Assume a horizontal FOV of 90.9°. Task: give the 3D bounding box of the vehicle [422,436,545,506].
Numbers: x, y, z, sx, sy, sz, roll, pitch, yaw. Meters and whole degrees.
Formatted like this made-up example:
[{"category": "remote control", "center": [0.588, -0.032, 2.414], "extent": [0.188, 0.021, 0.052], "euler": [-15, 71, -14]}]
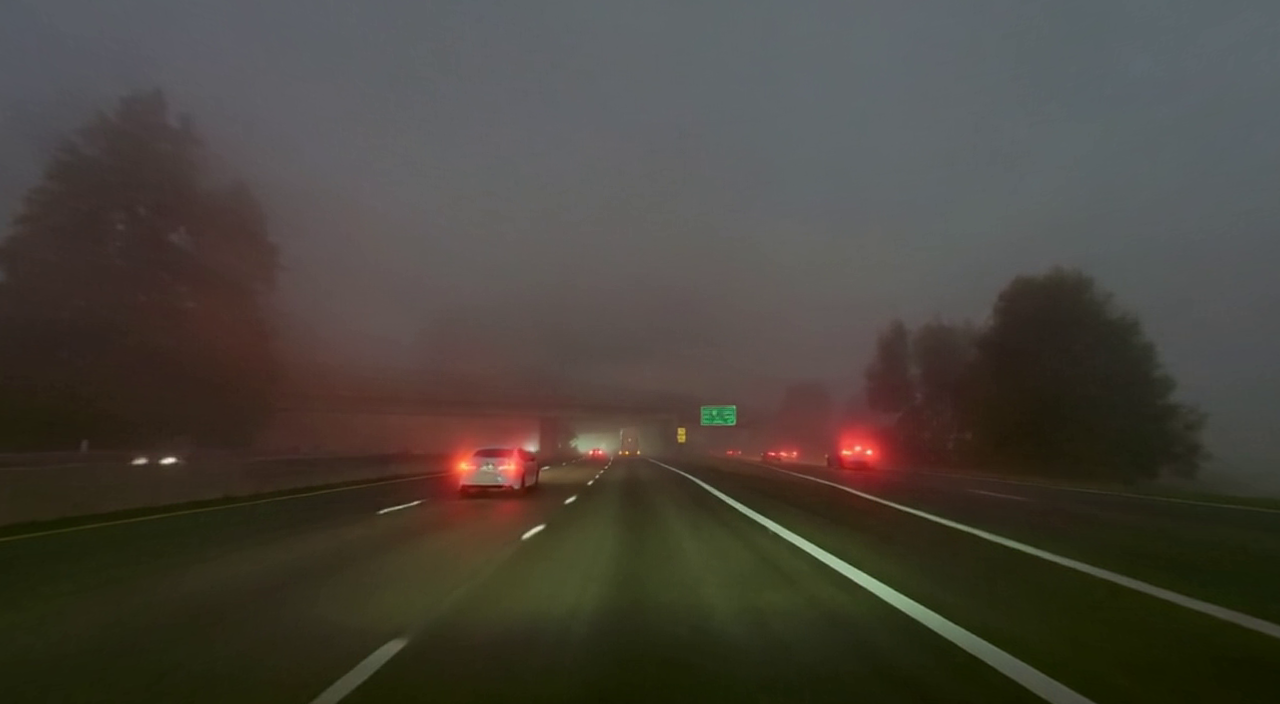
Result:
[{"category": "vehicle", "center": [-3.837, 3.010, 16.284], "extent": [2.070, 1.564, 4.145], "euler": [0, -9, 1]}]
